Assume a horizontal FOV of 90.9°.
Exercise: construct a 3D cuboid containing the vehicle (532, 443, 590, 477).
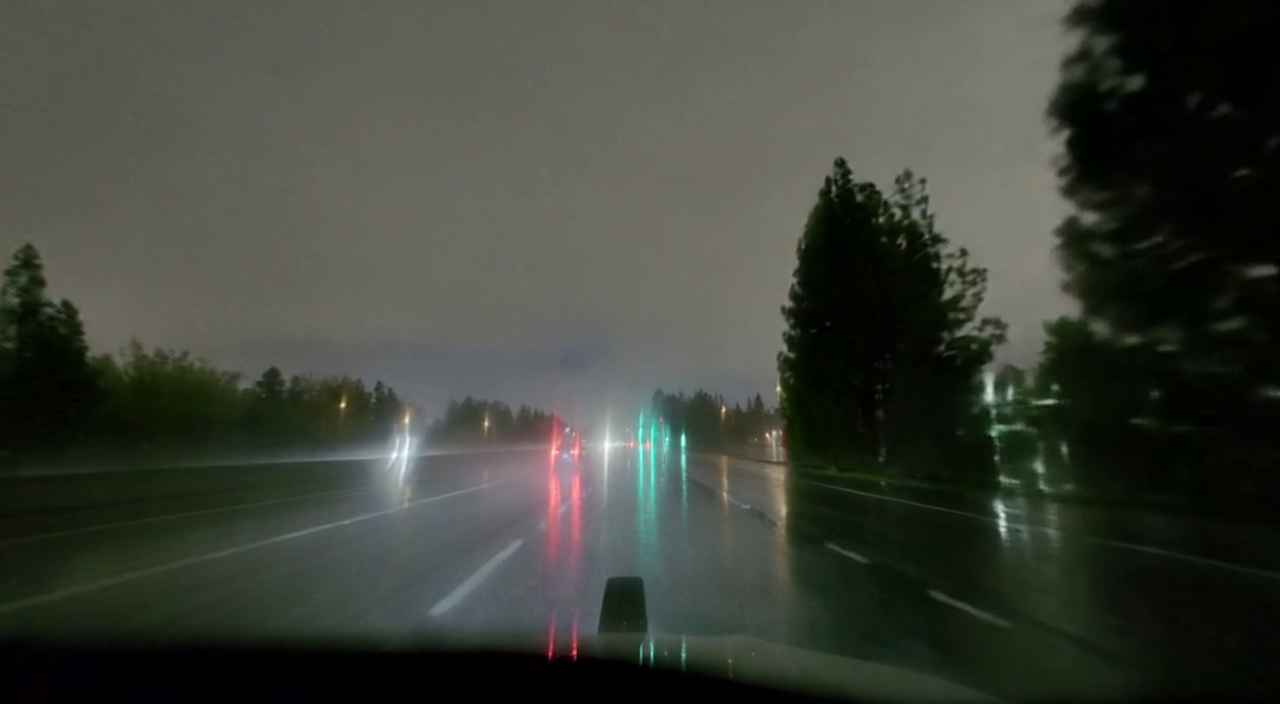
[{"bbox_3d":[-3.620,5.037,29.550,2.128,1.450,4.078,-1,-9,1],"label":"vehicle"}]
